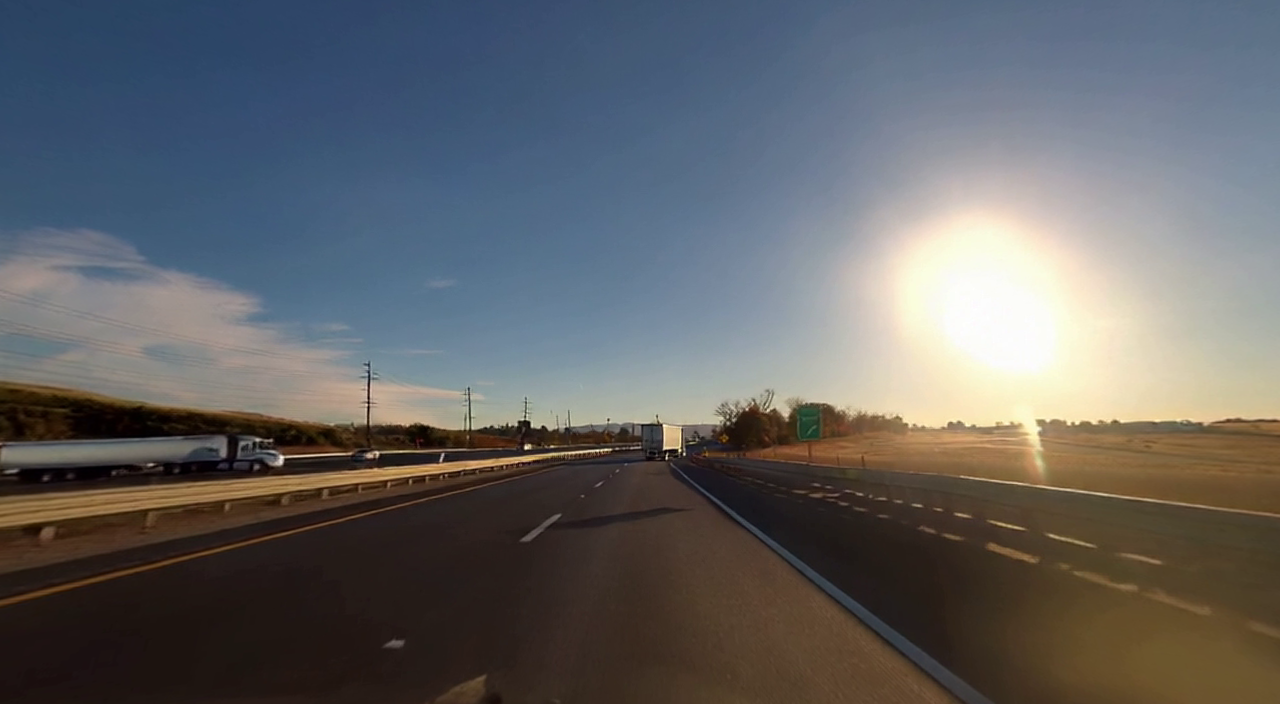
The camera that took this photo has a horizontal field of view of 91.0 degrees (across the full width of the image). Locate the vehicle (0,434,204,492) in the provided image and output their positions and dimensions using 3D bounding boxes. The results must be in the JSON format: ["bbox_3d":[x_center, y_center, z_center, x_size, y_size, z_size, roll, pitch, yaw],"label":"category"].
[{"bbox_3d":[-42.424,8.466,48.655,3.082,3.896,14.770,-4,-10,22],"label":"vehicle"}]
